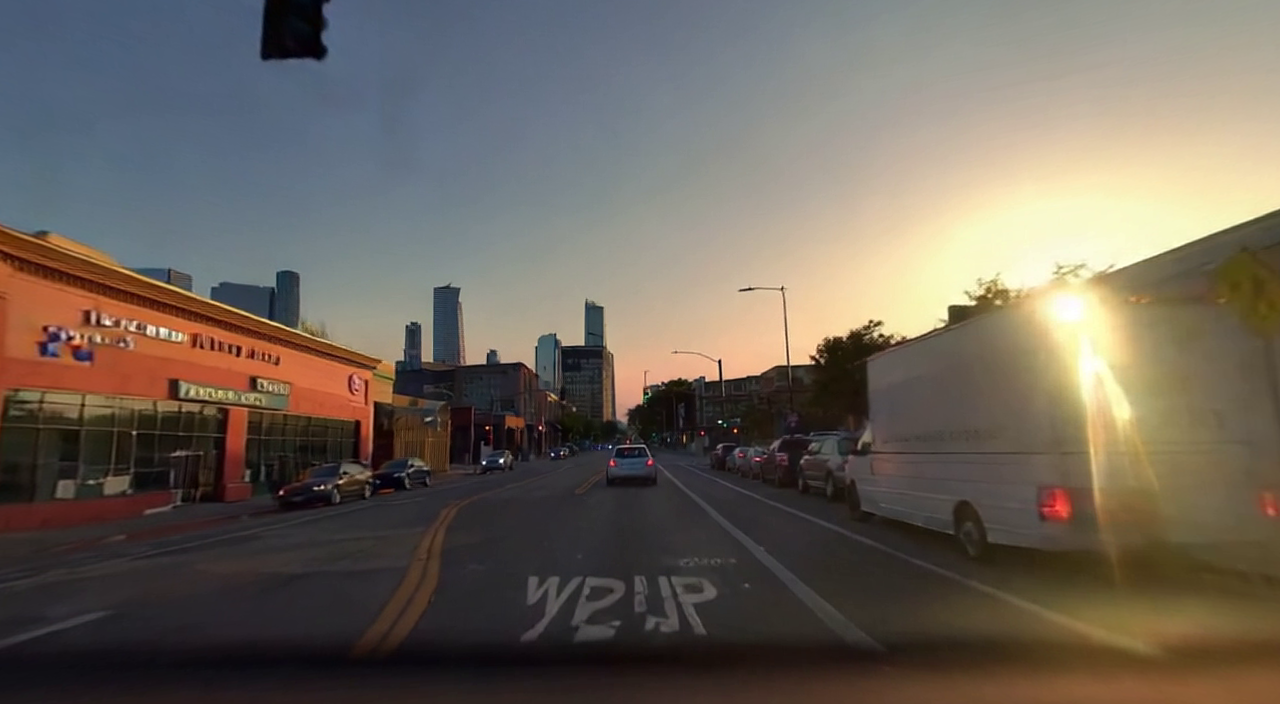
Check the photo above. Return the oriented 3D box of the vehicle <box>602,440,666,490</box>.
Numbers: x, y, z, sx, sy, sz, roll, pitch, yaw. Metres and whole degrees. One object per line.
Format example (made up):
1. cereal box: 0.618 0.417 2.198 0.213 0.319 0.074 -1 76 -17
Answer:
1. vehicle: -0.217 4.001 22.703 2.086 1.575 4.205 0 -9 0

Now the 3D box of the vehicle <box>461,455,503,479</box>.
1. vehicle: -11.188 8.126 44.958 1.868 1.502 4.626 0 -9 -1

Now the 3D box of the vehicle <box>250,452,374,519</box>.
1. vehicle: -11.305 4.560 22.148 2.055 1.685 4.370 -5 -6 -1

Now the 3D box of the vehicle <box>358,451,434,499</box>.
1. vehicle: -11.461 5.772 30.052 1.872 1.731 4.656 -4 -6 -2

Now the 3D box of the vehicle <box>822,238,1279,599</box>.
1. vehicle: 5.444 1.127 9.859 2.893 3.553 7.295 0 -9 -1

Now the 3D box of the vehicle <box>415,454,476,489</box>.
1. vehicle: -11.196 6.886 36.658 1.920 1.498 4.591 -4 -6 2
